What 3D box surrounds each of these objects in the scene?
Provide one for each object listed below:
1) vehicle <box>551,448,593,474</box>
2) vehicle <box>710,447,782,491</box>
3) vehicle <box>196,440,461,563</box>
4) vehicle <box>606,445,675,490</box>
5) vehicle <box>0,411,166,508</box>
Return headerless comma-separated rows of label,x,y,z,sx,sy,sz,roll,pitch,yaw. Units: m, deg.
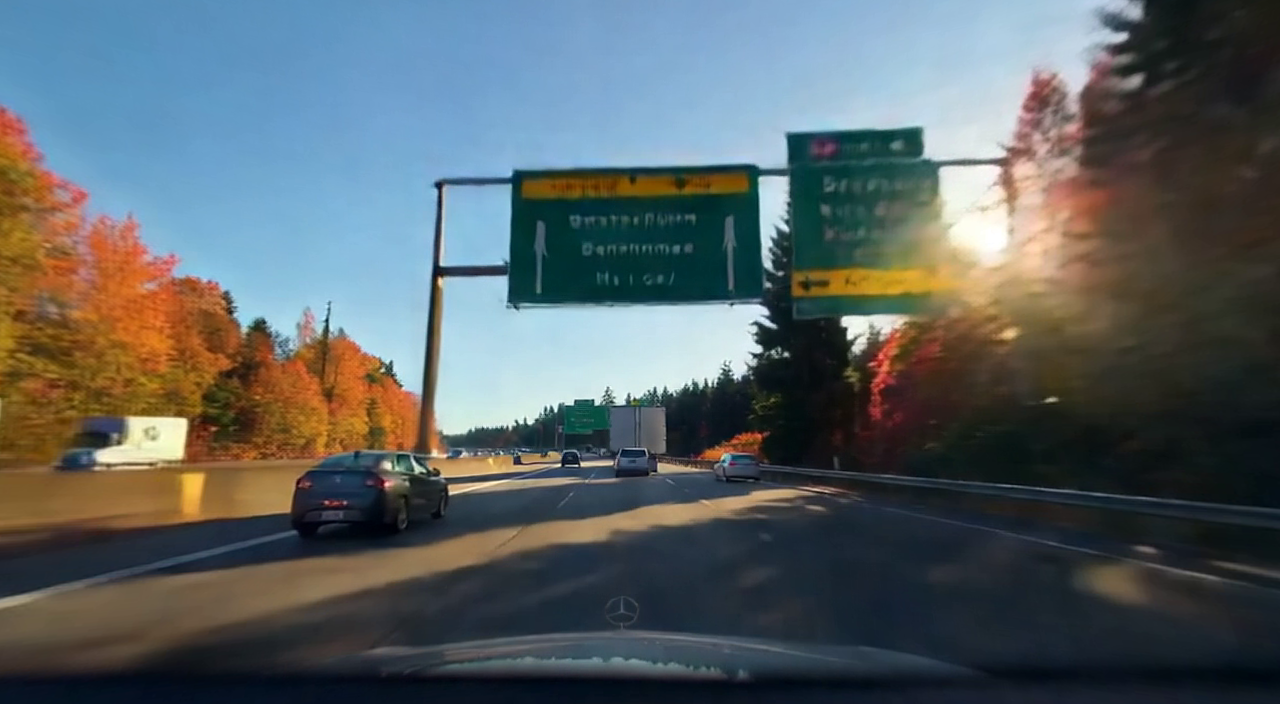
vehicle,-4.726,7.657,44.260,2.545,1.679,4.267,0,-9,0
vehicle,4.103,4.603,25.030,2.035,1.571,4.413,0,-9,-1
vehicle,-4.394,2.156,9.757,2.017,1.469,4.113,0,-9,0
vehicle,-0.005,4.731,25.961,2.634,1.679,4.070,0,-9,-1
vehicle,-17.958,3.200,18.834,2.769,2.467,5.723,0,-9,1
